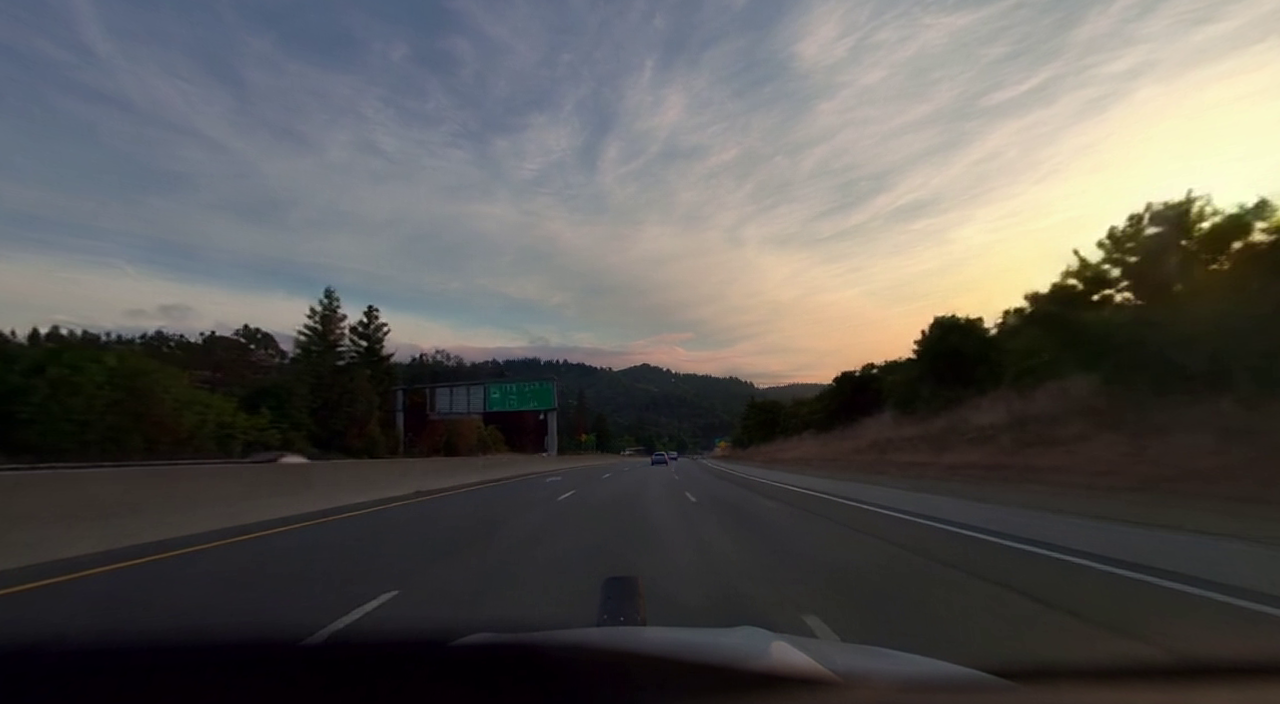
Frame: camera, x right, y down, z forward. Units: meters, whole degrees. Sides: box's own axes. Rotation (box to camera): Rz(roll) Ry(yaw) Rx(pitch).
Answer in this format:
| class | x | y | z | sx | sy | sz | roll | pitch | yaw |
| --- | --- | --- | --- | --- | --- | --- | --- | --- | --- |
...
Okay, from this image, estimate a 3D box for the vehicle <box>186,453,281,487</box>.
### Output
| class | x | y | z | sx | sy | sz | roll | pitch | yaw |
| --- | --- | --- | --- | --- | --- | --- | --- | --- | --- |
| vehicle | -18.326 | 5.318 | 28.608 | 1.661 | 1.423 | 3.796 | 0 | -9 | 2 |
